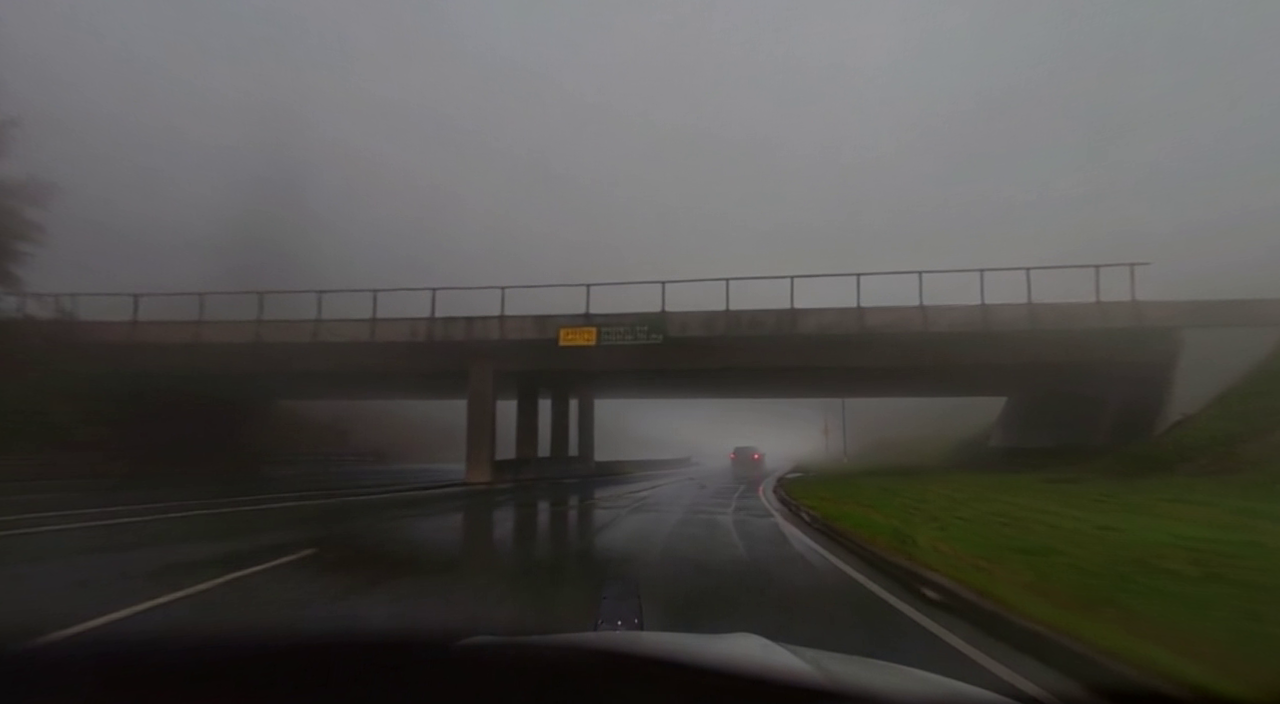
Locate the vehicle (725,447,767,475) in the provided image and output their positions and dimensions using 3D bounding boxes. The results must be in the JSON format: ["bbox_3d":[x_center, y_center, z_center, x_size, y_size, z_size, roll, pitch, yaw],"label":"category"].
[{"bbox_3d":[5.963,6.036,35.149,1.980,1.449,3.650,-3,-9,14],"label":"vehicle"}]
